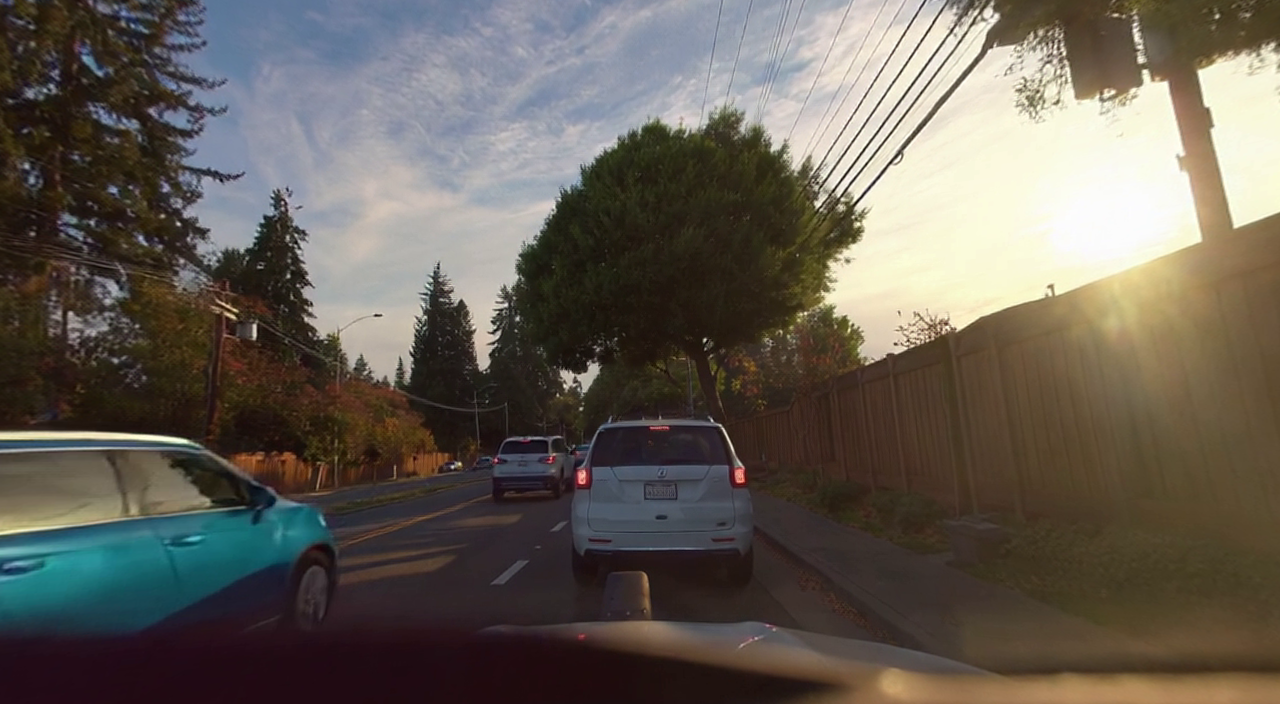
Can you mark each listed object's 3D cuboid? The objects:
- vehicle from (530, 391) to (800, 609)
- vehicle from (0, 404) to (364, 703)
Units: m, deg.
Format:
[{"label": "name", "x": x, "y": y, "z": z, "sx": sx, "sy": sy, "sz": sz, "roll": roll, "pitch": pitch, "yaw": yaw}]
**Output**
[{"label": "vehicle", "x": 0.205, "y": 1.505, "z": 7.223, "sx": 2.174, "sy": 1.749, "sz": 4.113, "roll": 0, "pitch": -9, "yaw": 0}, {"label": "vehicle", "x": -3.141, "y": 1.023, "z": 2.755, "sx": 1.979, "sy": 1.489, "sz": 4.006, "roll": 0, "pitch": -9, "yaw": 1}]
